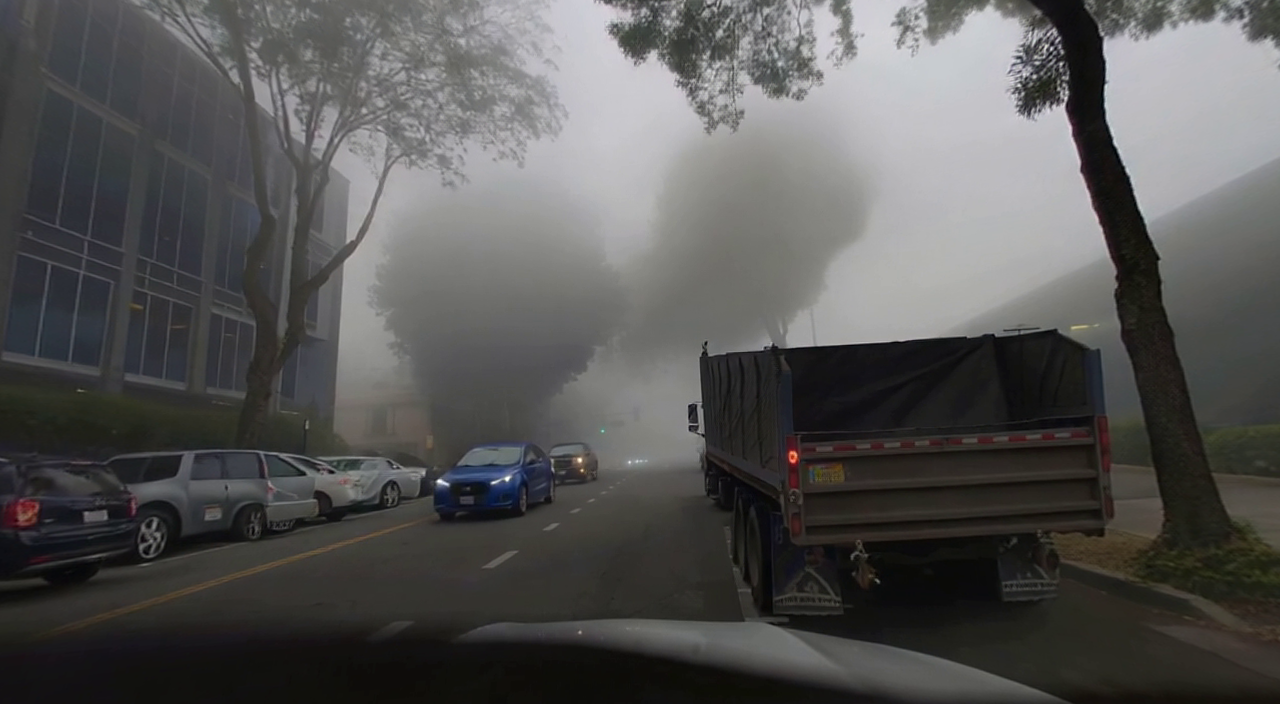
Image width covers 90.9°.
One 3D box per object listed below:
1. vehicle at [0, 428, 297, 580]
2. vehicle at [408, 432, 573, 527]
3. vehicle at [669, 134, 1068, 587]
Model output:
[{"bbox_3d":[-8.153,2.096,9.231,5.022,1.872,2.137,7,-11,-41],"label":"vehicle"},{"bbox_3d":[-2.736,2.449,12.731,2.183,1.563,4.257,0,-8,2],"label":"vehicle"},{"bbox_3d":[2.538,0.826,11.424,3.320,4.034,11.553,-1,-8,6],"label":"vehicle"}]
